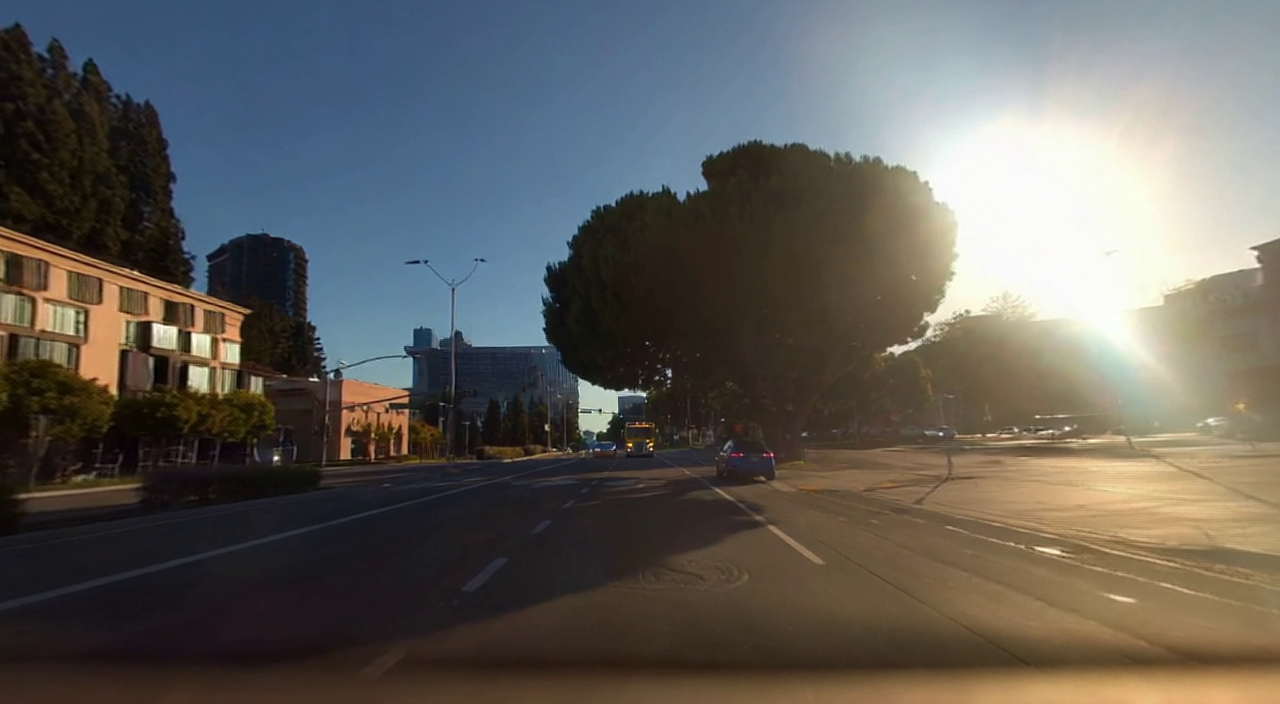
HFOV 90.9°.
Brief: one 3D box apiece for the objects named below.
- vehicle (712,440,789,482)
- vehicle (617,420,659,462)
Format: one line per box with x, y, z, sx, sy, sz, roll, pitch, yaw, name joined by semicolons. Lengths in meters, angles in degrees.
4.078;4.106;24.093;2.005;1.442;4.675;0;-8;-1;vehicle
-0.120;6.507;46.161;2.833;2.879;6.572;0;-8;0;vehicle
